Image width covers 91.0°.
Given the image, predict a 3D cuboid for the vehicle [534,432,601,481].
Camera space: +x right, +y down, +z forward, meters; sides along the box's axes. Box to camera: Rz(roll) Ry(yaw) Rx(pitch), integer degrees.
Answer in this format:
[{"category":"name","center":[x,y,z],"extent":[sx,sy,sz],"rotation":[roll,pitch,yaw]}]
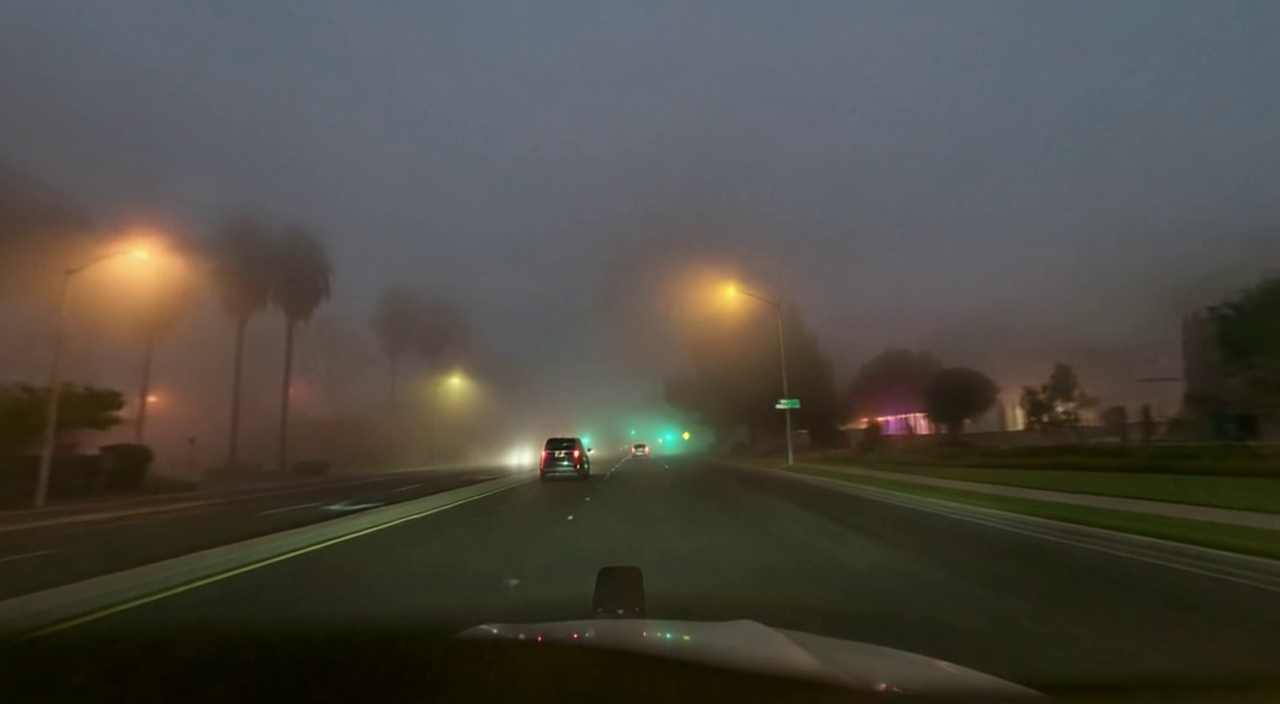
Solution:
[{"category":"vehicle","center":[-3.158,4.768,28.908],"extent":[2.370,1.968,5.698],"rotation":[0,-9,0]}]
